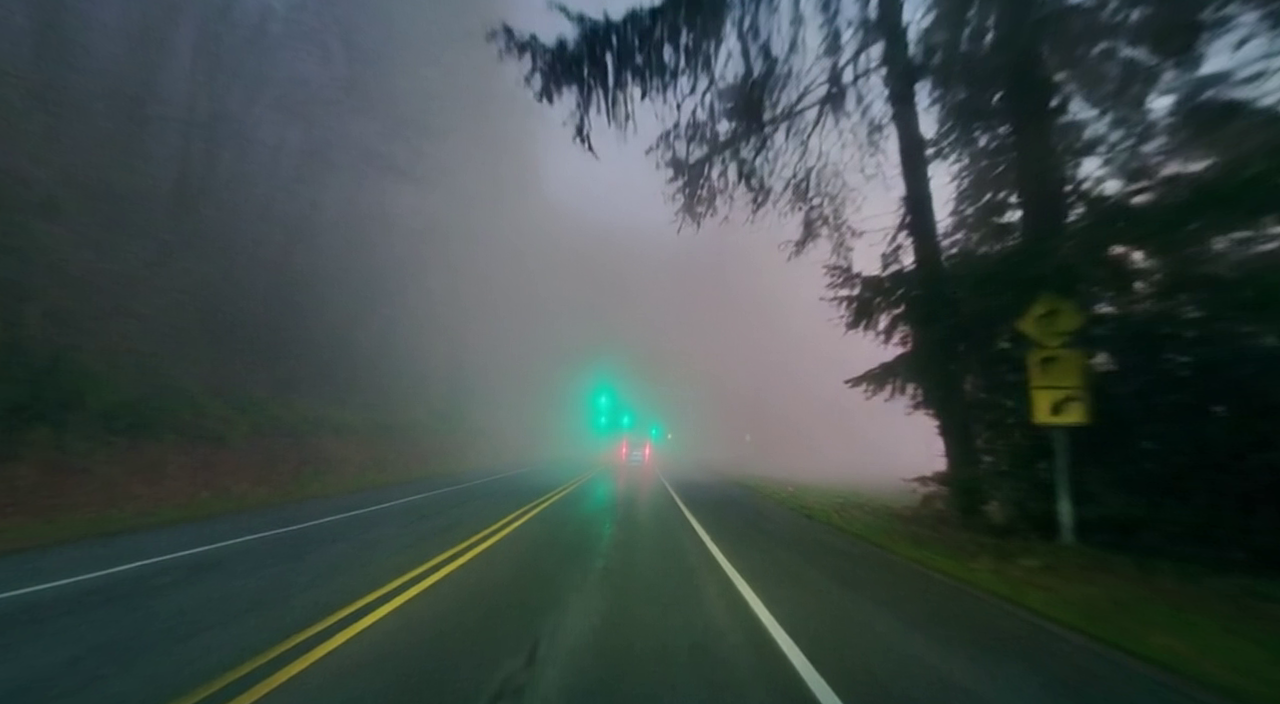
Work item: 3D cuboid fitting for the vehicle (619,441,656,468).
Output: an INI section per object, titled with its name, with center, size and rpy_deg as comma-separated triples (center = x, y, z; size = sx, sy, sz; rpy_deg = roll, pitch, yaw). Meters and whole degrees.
[vehicle]
center = -0.169, 6.013, 37.132
size = 2.042, 1.489, 3.963
rpy_deg = 0, -9, 0
